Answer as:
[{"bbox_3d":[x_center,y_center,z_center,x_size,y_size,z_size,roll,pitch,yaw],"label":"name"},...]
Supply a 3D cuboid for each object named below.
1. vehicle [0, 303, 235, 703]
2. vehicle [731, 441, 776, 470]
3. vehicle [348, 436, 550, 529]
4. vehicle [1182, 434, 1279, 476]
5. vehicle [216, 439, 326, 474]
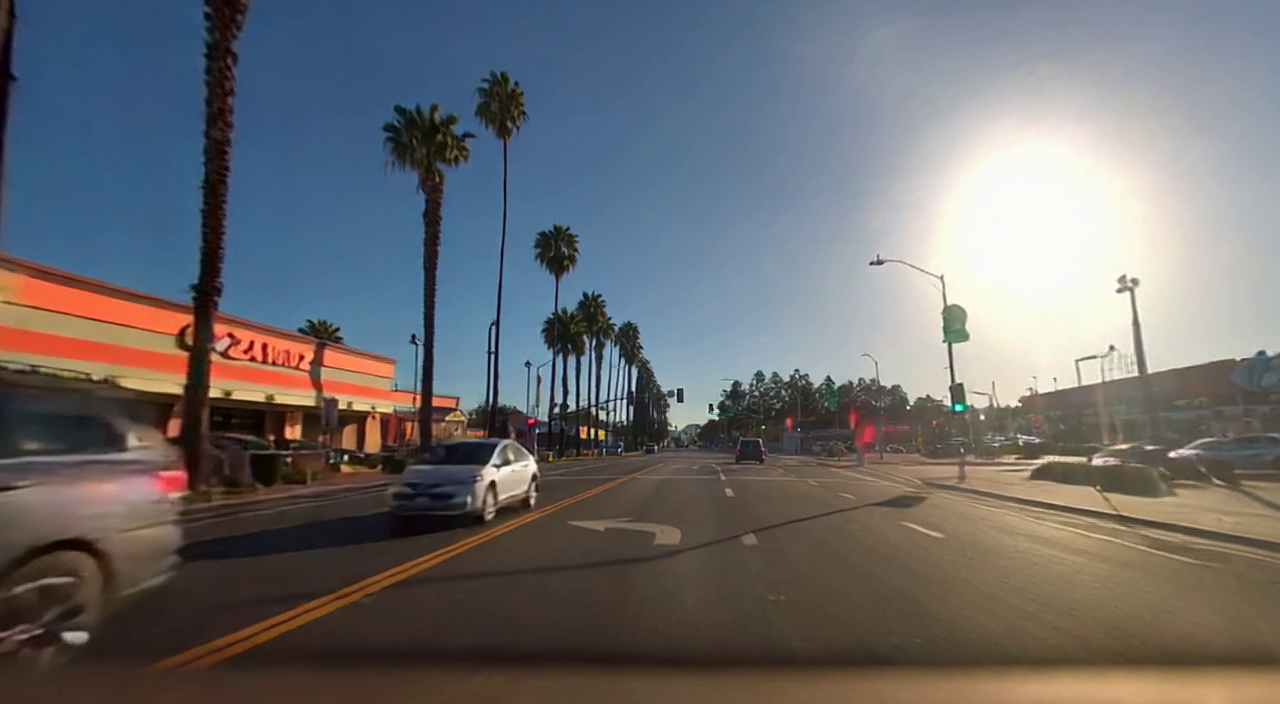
[{"bbox_3d":[-4.431,0.582,1.704,2.551,1.995,5.615,-1,-9,5],"label":"vehicle"},{"bbox_3d":[6.194,5.699,34.905,2.065,1.507,4.225,-1,-9,5],"label":"vehicle"},{"bbox_3d":[-3.492,2.495,12.767,2.090,1.489,4.909,-1,-9,6],"label":"vehicle"},{"bbox_3d":[24.242,3.947,24.178,2.028,1.556,4.625,4,-9,-25],"label":"vehicle"},{"bbox_3d":[-17.687,5.028,30.305,4.077,1.597,1.945,0,-9,4],"label":"vehicle"}]
